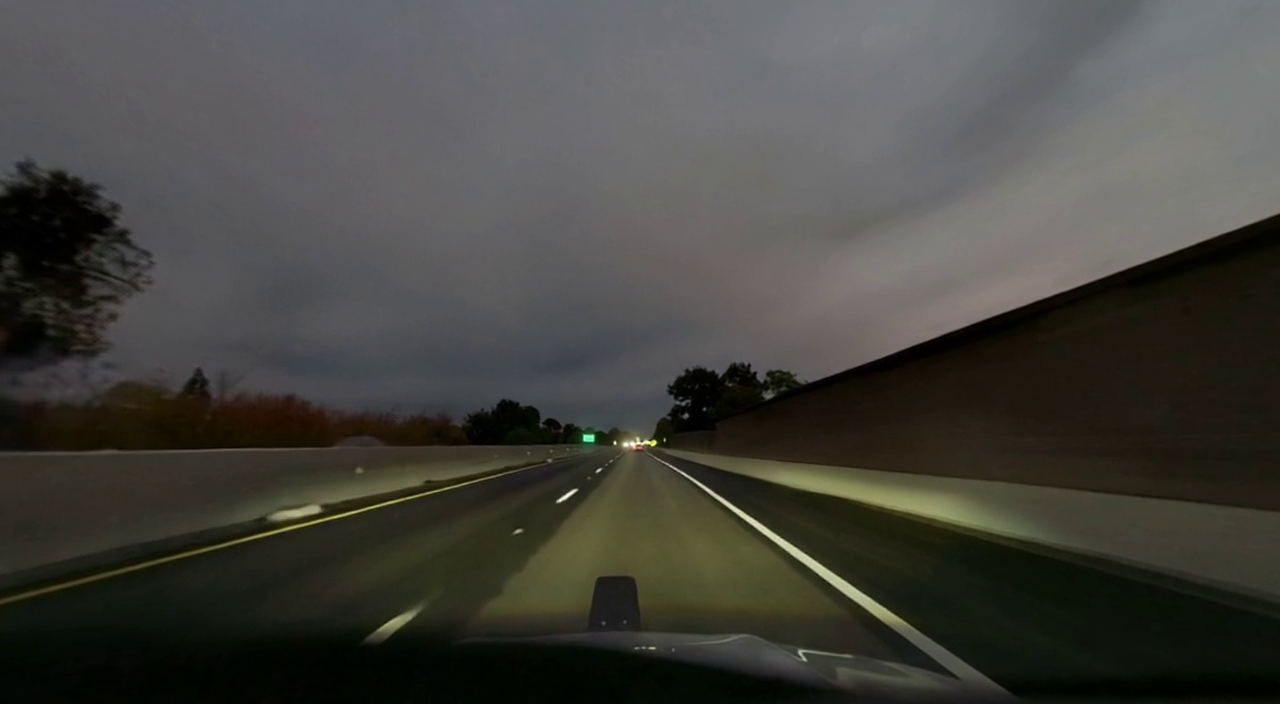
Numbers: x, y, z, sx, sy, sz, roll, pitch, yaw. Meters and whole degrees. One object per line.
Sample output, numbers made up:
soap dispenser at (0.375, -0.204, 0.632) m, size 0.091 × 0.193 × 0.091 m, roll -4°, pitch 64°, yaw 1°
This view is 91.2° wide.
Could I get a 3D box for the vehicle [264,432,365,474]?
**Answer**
vehicle at (-12.548, 3.915, 24.500) m, size 1.832 × 1.504 × 3.901 m, roll 0°, pitch -8°, yaw 0°
